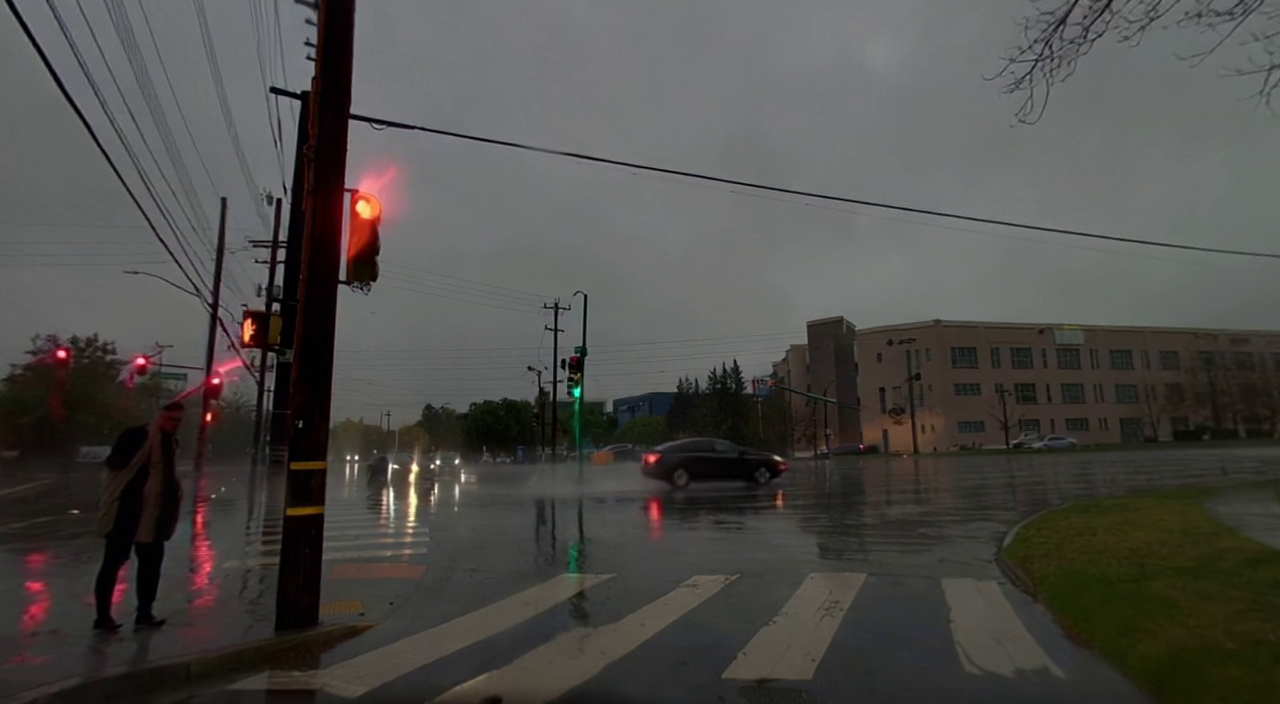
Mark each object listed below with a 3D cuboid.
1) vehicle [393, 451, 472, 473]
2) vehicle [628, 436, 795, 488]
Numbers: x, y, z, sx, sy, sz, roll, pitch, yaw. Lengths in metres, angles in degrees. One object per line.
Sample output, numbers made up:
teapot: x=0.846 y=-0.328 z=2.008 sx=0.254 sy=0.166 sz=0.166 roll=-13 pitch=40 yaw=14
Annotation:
vehicle: x=-14.080 y=7.450 z=43.018 sx=4.837 sy=1.407 sz=1.818 roll=4 pitch=-9 yaw=-26
vehicle: x=2.158 y=3.390 z=19.684 sx=4.700 sy=1.479 sz=2.095 roll=2 pitch=-9 yaw=-13
